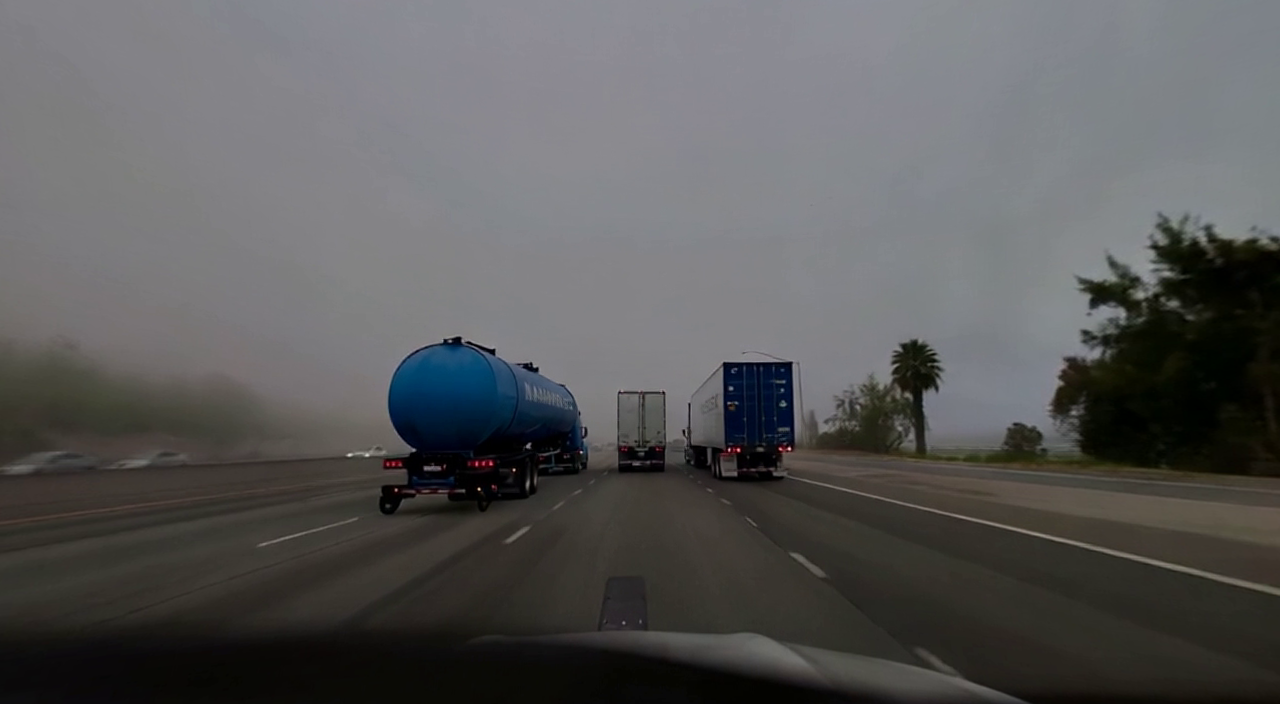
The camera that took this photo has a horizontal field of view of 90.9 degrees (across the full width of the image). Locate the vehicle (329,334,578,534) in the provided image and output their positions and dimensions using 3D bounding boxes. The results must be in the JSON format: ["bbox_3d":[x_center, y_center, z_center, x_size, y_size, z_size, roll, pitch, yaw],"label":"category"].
[{"bbox_3d":[-3.543,2.099,15.786,2.786,3.228,11.082,0,-8,0],"label":"vehicle"}]

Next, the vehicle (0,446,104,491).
[{"bbox_3d":[-20.537,3.936,21.584,1.460,1.357,3.230,-1,-8,1],"label":"vehicle"}]

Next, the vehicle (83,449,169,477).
[{"bbox_3d":[-31.512,6.775,38.820,1.956,1.542,3.837,-1,-8,1],"label":"vehicle"}]

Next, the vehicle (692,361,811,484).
[{"bbox_3d":[4.369,3.428,28.761,2.887,4.178,14.553,0,-8,1],"label":"vehicle"}]

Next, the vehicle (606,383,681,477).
[{"bbox_3d":[0.288,4.564,35.311,3.097,3.856,18.209,-1,-8,1],"label":"vehicle"}]
